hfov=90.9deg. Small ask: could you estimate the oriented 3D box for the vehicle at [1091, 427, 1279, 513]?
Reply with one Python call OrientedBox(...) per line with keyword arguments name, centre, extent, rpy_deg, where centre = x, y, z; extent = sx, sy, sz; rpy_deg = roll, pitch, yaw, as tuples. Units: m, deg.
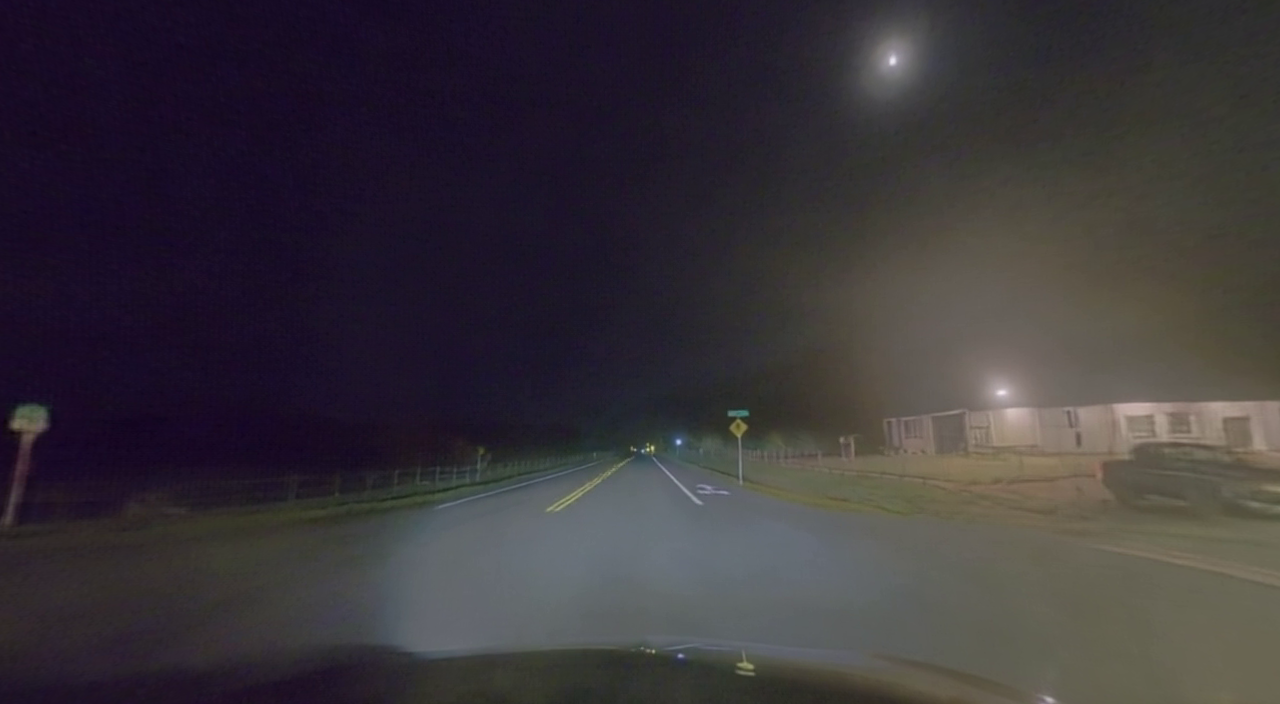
OrientedBox(name="vehicle", centre=(14.237, 2.799, 15.271), extent=(2.037, 1.829, 4.919), rpy_deg=(4, -9, -21))
